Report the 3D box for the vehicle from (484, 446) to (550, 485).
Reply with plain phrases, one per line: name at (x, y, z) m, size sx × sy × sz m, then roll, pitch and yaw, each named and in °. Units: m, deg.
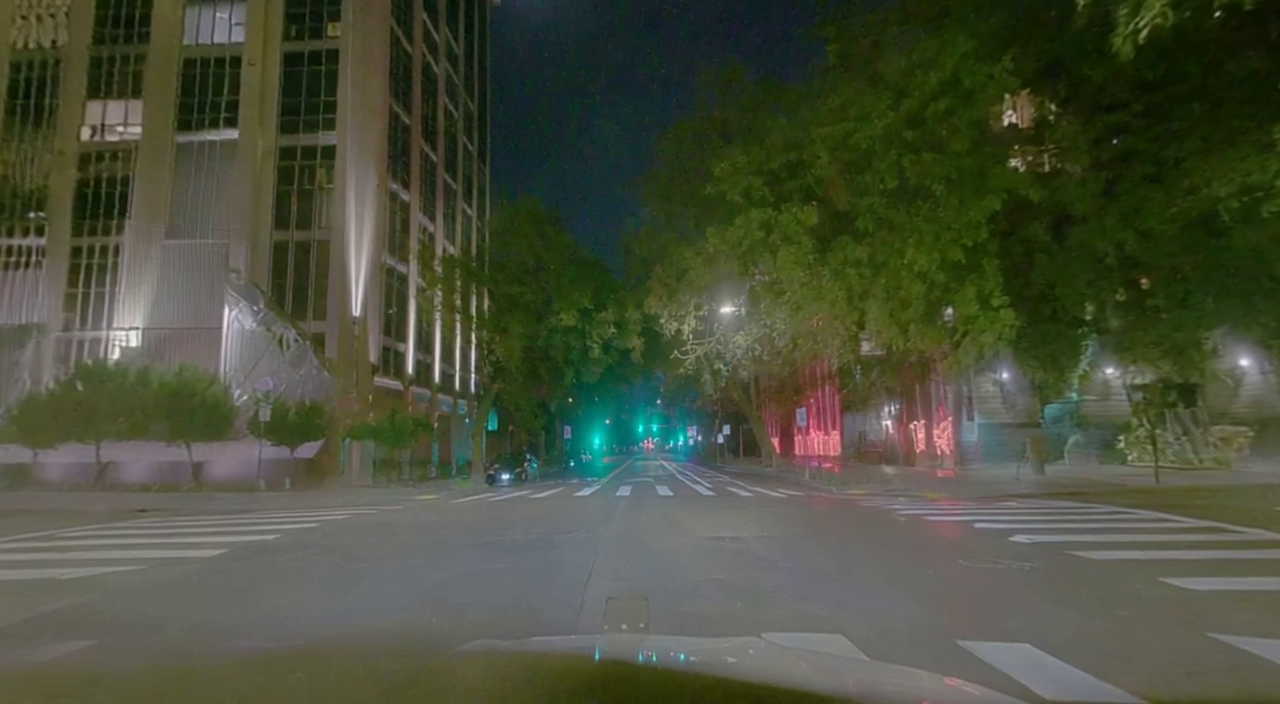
vehicle at (-5.762, 5.358, 30.167) m, size 2.223 × 1.658 × 4.621 m, roll 0°, pitch -8°, yaw 0°
